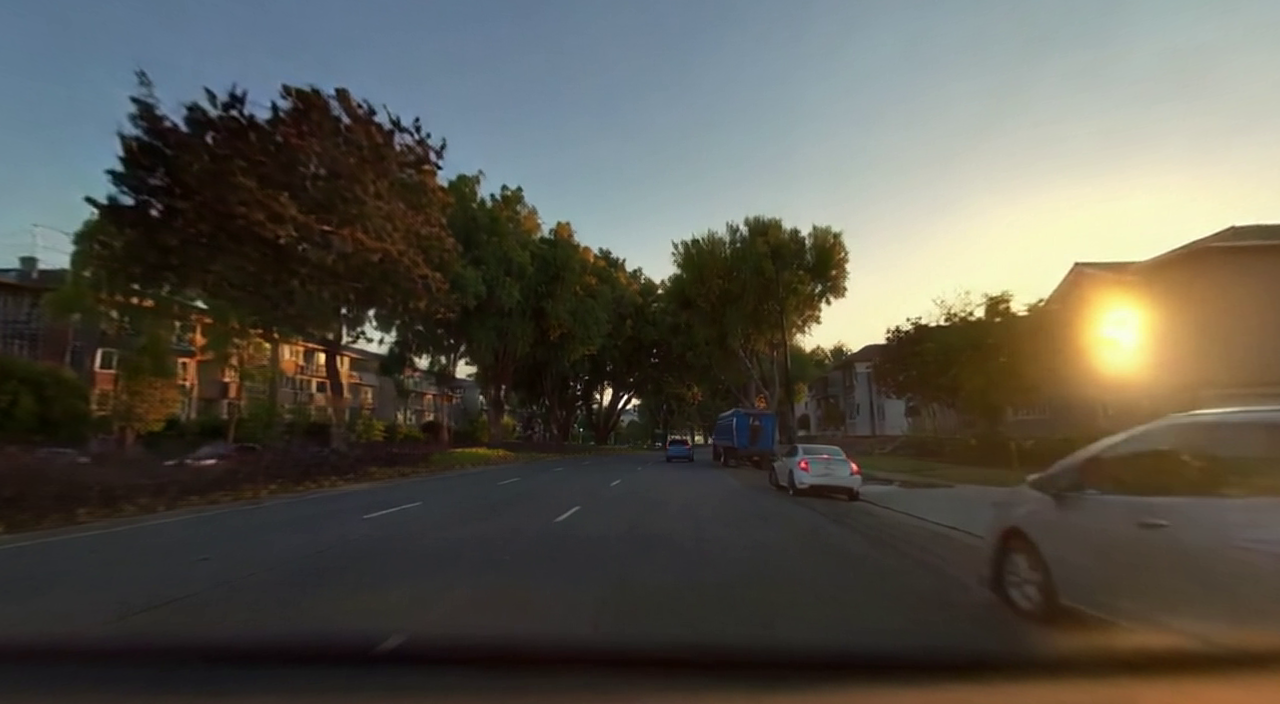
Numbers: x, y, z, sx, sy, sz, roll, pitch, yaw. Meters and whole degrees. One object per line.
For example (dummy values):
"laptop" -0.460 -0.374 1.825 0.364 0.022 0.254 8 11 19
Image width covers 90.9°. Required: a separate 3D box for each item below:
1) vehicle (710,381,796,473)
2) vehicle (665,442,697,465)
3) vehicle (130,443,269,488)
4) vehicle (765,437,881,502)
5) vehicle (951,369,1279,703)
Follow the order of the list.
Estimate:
"vehicle" 5.622 4.246 34.123 3.157 3.982 13.307 -1 -8 4
"vehicle" 2.673 6.430 40.257 1.871 1.370 4.206 -1 -8 6
"vehicle" -16.255 4.184 23.601 1.849 1.488 4.394 -1 -8 4
"vehicle" 4.614 3.012 16.660 1.884 1.472 4.650 -1 -8 3
"vehicle" 3.739 0.968 3.044 2.121 1.659 4.675 0 -8 1
